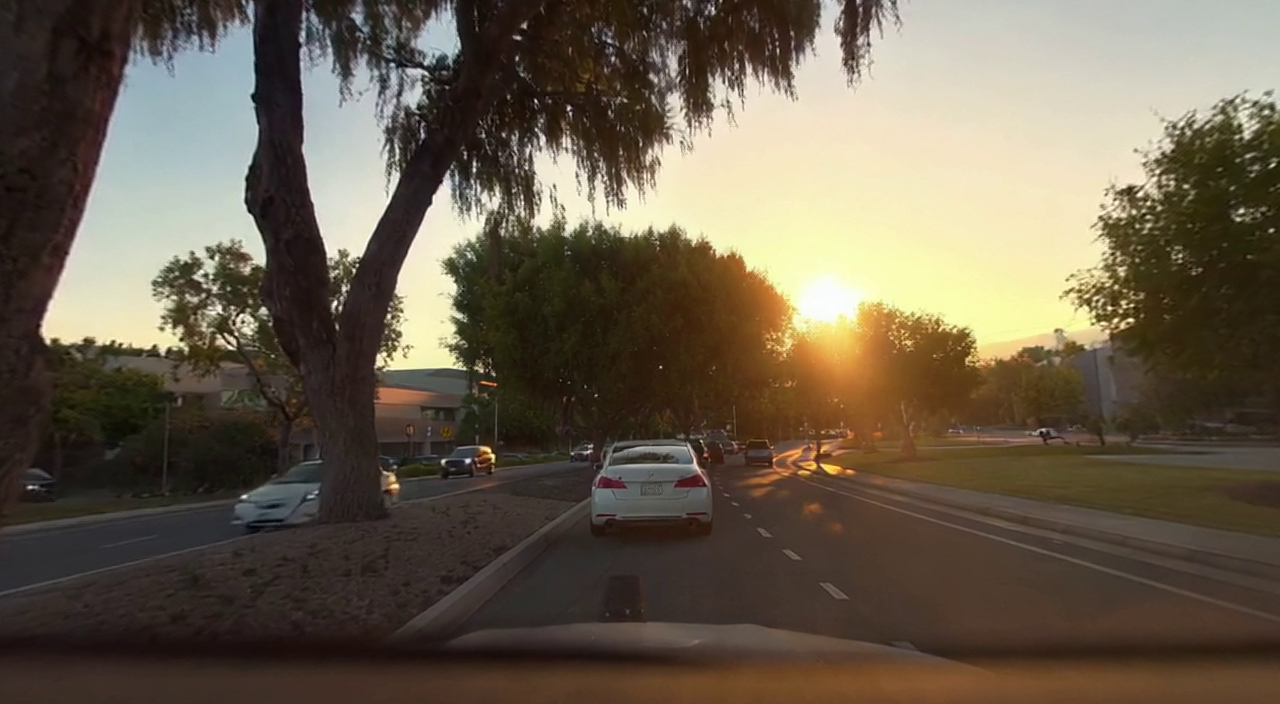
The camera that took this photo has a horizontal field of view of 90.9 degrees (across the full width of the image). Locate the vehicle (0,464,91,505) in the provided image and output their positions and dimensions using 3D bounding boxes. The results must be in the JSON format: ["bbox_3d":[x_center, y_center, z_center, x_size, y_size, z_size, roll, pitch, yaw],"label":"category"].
[{"bbox_3d":[-27.167,5.810,27.789,4.256,1.633,1.940,-1,-8,6],"label":"vehicle"}]

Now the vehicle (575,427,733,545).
[{"bbox_3d":[0.227,2.134,10.694,2.154,1.585,3.997,-1,-8,1],"label":"vehicle"}]

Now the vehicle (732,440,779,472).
[{"bbox_3d":[5.727,5.215,31.818,1.984,1.507,4.359,-1,-8,6],"label":"vehicle"}]

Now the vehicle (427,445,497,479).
[{"bbox_3d":[-9.646,5.984,34.553,2.068,1.688,4.665,-1,-8,6],"label":"vehicle"}]

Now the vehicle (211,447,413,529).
[{"bbox_3d":[-6.914,2.877,13.976,1.929,1.463,4.405,-1,-8,3],"label":"vehicle"}]
